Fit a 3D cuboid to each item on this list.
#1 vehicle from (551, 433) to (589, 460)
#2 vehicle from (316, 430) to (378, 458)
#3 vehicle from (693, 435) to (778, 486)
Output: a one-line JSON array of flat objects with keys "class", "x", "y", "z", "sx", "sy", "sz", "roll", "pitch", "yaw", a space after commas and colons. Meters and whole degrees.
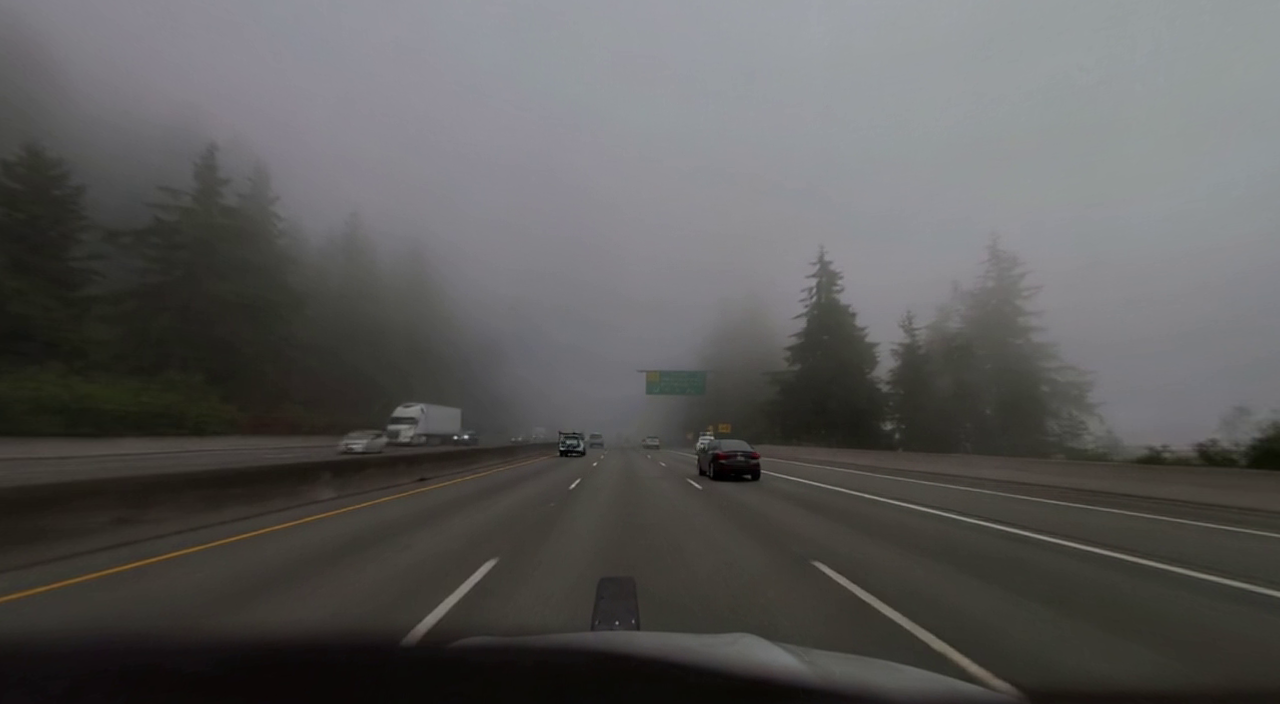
[{"class": "vehicle", "x": -4.527, "y": 6.185, "z": 41.520, "sx": 2.011, "sy": 1.614, "sz": 4.808, "roll": 0, "pitch": -8, "yaw": -1}, {"class": "vehicle", "x": -16.370, "y": 5.153, "z": 35.435, "sx": 1.743, "sy": 1.457, "sz": 3.792, "roll": 0, "pitch": -8, "yaw": -1}, {"class": "vehicle", "x": 2.949, "y": 3.429, "z": 20.343, "sx": 1.990, "sy": 1.480, "sz": 3.865, "roll": 1, "pitch": -8, "yaw": -3}]
